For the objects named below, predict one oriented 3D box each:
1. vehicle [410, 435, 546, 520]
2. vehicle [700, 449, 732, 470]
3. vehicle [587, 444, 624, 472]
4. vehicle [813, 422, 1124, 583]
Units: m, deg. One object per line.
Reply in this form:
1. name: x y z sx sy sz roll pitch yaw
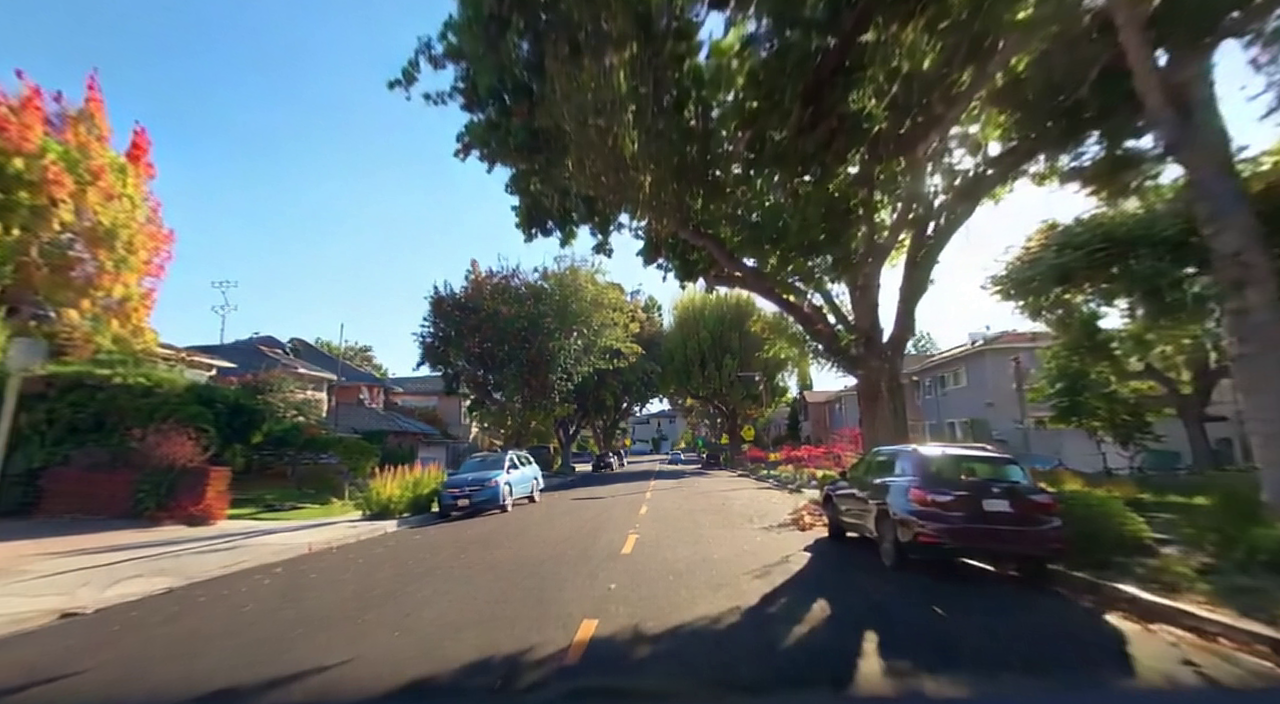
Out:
1. vehicle: -4.015 3.207 16.576 2.093 1.810 4.555 -3 -9 4
2. vehicle: 5.896 8.407 49.501 2.047 1.532 4.350 -1 -9 1
3. vehicle: -2.585 8.115 48.737 2.155 1.907 5.100 -4 -9 4
4. vehicle: 4.056 1.930 8.857 2.115 1.673 4.236 -1 -9 1
